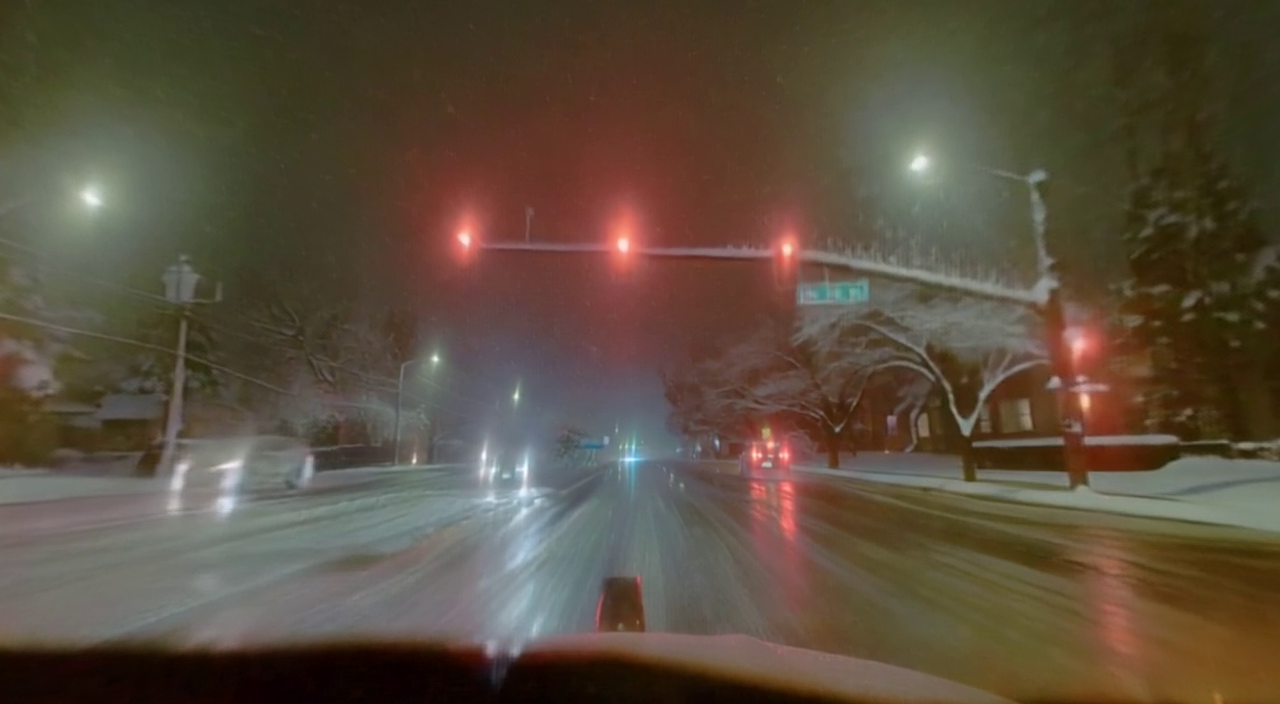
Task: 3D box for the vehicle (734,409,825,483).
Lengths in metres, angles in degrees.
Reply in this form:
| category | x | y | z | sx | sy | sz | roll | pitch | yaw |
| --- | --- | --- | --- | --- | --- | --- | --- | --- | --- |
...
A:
| category | x | y | z | sx | sy | sz | roll | pitch | yaw |
| --- | --- | --- | --- | --- | --- | --- | --- | --- | --- |
| vehicle | 6.728 | 4.725 | 31.594 | 2.802 | 3.208 | 7.459 | 0 | -9 | 0 |

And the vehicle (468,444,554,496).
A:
| category | x | y | z | sx | sy | sz | roll | pitch | yaw |
| --- | --- | --- | --- | --- | --- | --- | --- | --- | --- |
| vehicle | -4.262 | 3.937 | 21.523 | 2.003 | 1.539 | 4.396 | -1 | -8 | 1 |

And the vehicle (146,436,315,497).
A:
| category | x | y | z | sx | sy | sz | roll | pitch | yaw |
| --- | --- | --- | --- | --- | --- | --- | --- | --- | --- |
| vehicle | -14.867 | 4.173 | 23.474 | 2.292 | 1.955 | 5.882 | 0 | -9 | 0 |
